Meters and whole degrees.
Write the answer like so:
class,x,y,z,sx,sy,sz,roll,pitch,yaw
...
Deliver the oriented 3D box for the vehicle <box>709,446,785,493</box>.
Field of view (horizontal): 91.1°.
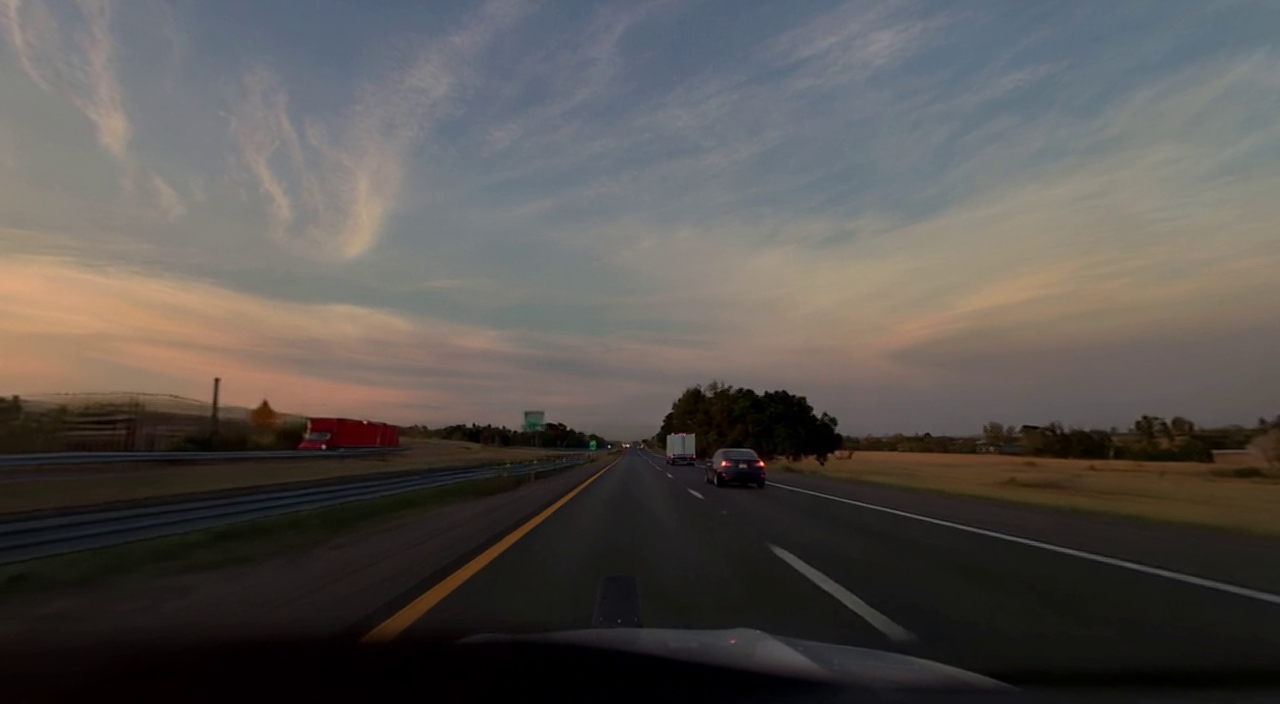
class,x,y,z,sx,sy,sz,roll,pitch,yaw
vehicle,3.593,4.019,21.790,1.836,1.459,3.766,0,-9,-2
